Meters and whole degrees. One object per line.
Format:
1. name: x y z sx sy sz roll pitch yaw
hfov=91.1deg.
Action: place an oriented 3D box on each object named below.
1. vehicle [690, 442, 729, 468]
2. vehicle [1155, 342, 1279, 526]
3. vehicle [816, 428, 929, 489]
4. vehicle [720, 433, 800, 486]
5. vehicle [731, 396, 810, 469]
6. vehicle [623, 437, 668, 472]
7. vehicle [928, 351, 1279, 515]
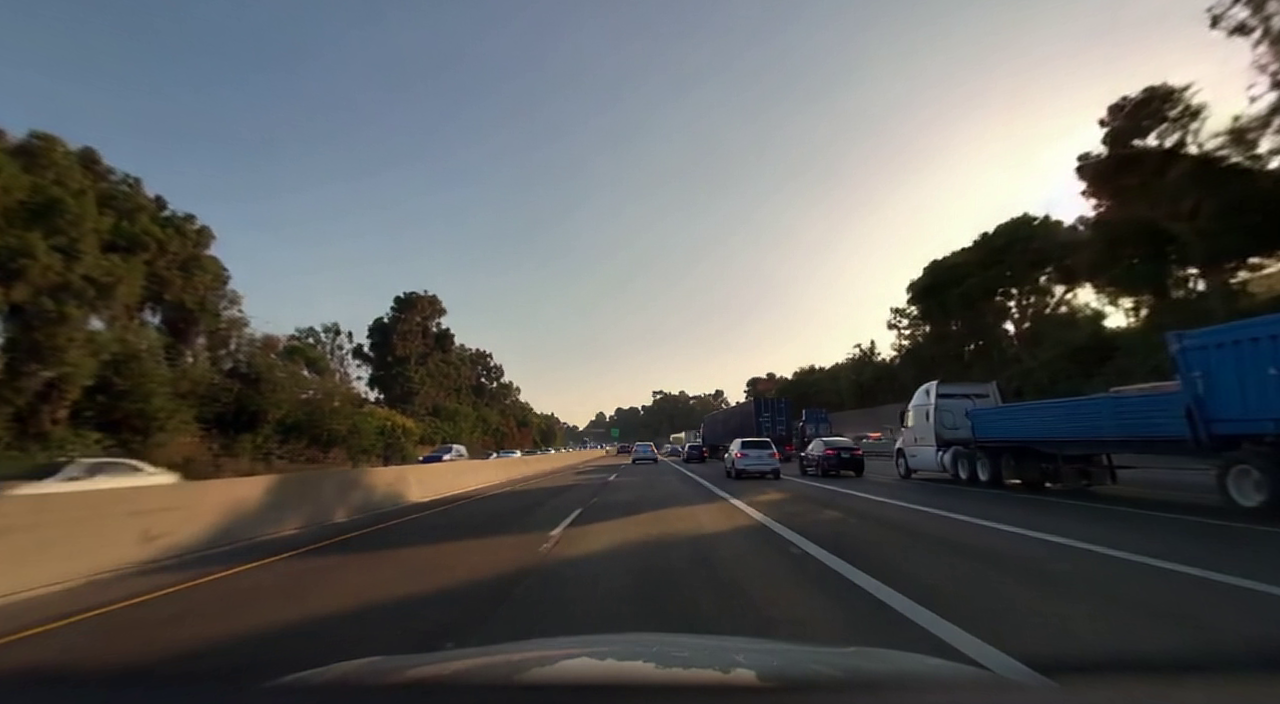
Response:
1. vehicle: 4.175 6.289 38.481 1.888 1.501 4.608 0 -8 0
2. vehicle: 11.648 1.066 8.424 2.693 2.922 7.759 0 -8 -1
3. vehicle: 7.661 3.555 21.289 1.985 1.835 4.681 0 -8 -1
4. vehicle: 4.110 3.762 22.261 1.972 1.693 4.139 0 -8 0
5. vehicle: 7.874 5.114 39.342 2.784 4.002 9.298 0 -8 -1
6. vehicle: 0.266 5.538 34.096 2.313 1.736 4.215 0 -8 0
7. vehicle: 11.658 2.292 17.301 2.786 3.226 9.750 0 -8 0
